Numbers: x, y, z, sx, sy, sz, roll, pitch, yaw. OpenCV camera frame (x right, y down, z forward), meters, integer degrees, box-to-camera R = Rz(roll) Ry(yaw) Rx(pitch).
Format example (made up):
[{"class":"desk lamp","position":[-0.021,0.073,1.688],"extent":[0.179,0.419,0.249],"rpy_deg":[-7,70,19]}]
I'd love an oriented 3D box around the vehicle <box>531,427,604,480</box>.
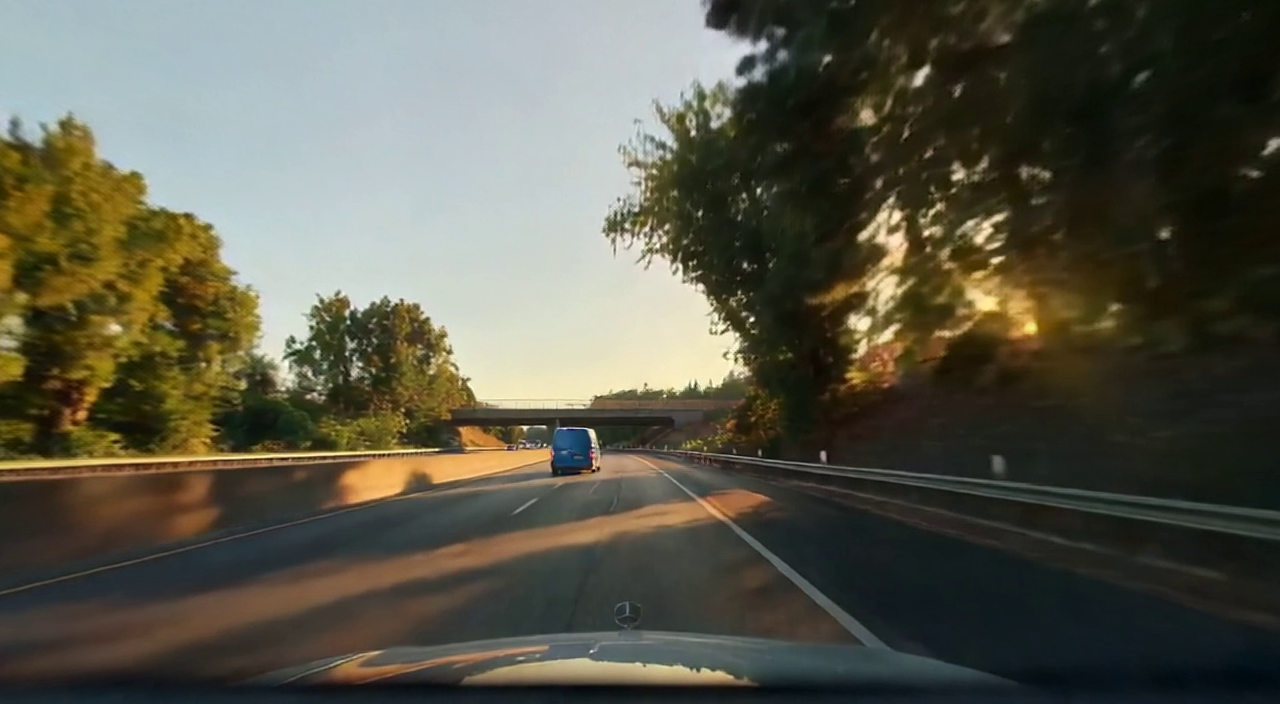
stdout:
[{"class":"vehicle","position":[-2.753,4.023,25.228],"extent":[2.372,1.891,5.061],"rpy_deg":[0,-8,0]}]
